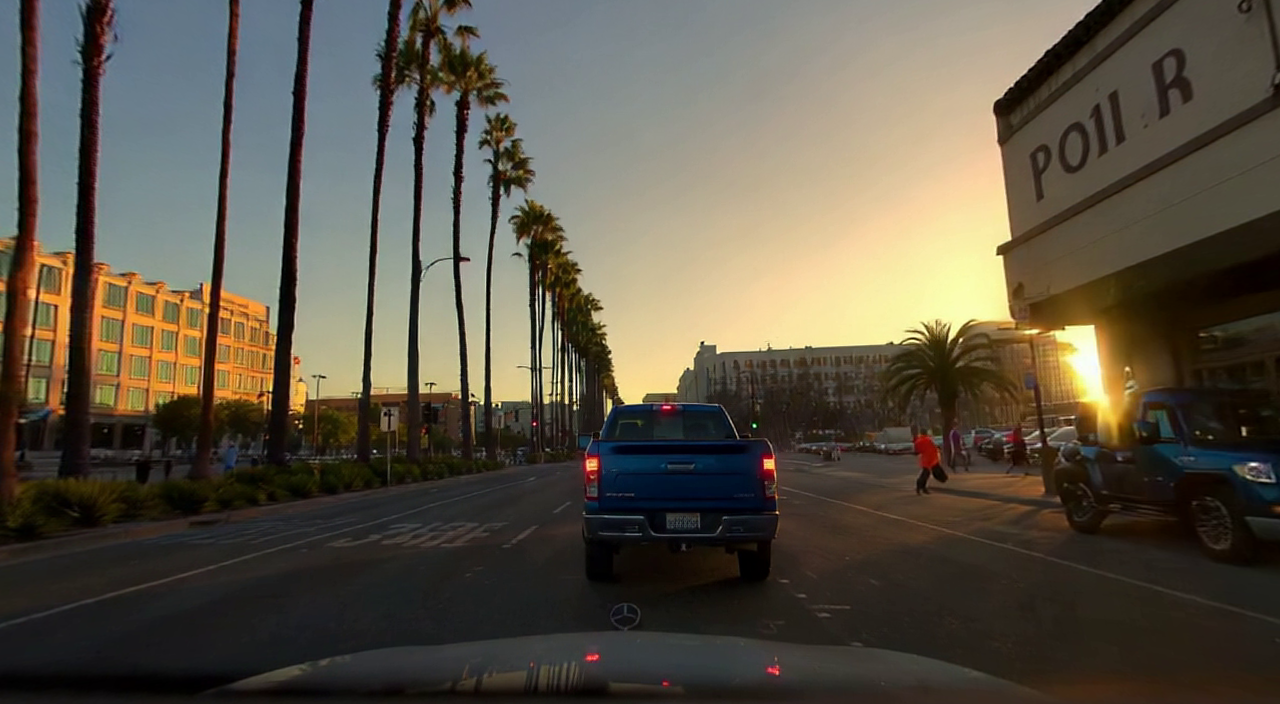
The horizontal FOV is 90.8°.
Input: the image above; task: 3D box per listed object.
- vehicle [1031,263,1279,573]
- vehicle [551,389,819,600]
[{"bbox_3d":[7.822,0.912,8.577,2.666,3.345,3.622,-1,-8,4],"label":"vehicle"},{"bbox_3d":[0.428,1.626,8.184,2.311,1.819,5.255,0,-8,1],"label":"vehicle"}]
